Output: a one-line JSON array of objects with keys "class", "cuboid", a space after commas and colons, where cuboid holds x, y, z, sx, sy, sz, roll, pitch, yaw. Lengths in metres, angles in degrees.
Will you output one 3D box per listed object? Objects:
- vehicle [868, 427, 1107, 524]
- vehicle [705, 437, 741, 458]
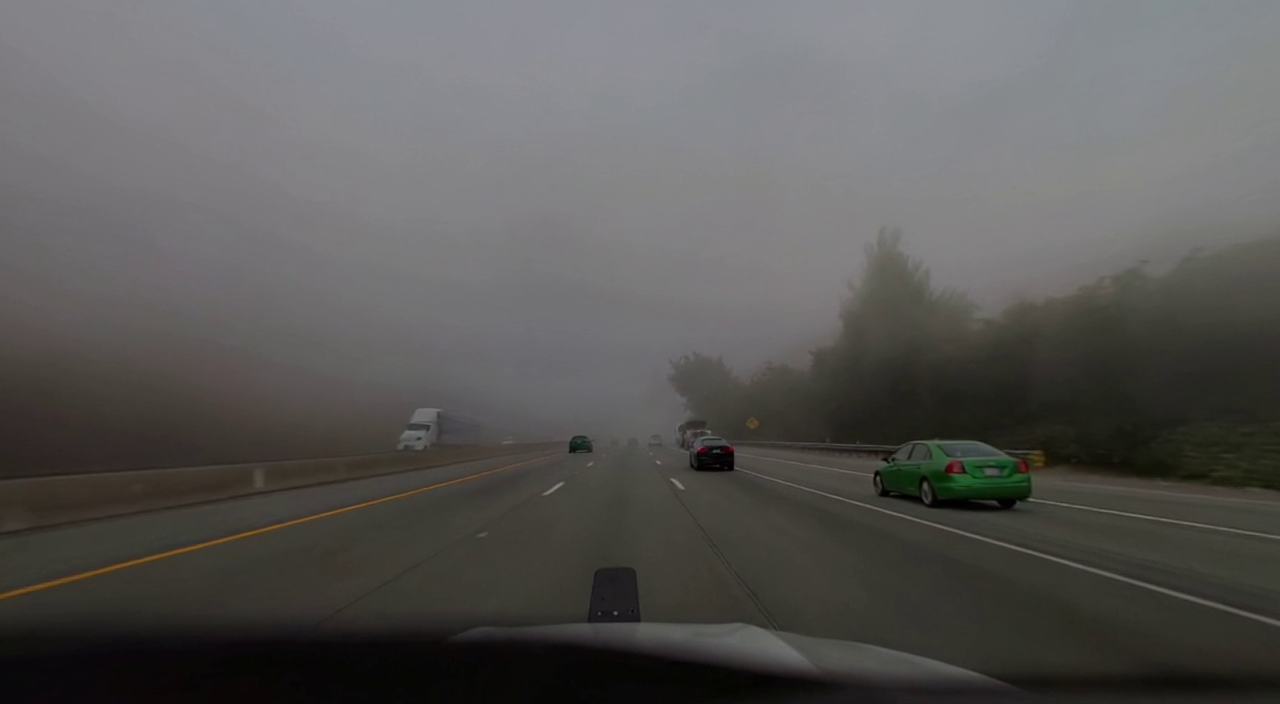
[{"class": "vehicle", "cuboid": [6.195, 2.212, 11.983, 2.028, 1.488, 4.236, 0, -8, -2]}, {"class": "vehicle", "cuboid": [5.763, 6.658, 44.196, 1.920, 1.436, 3.890, 0, -8, -2]}]
